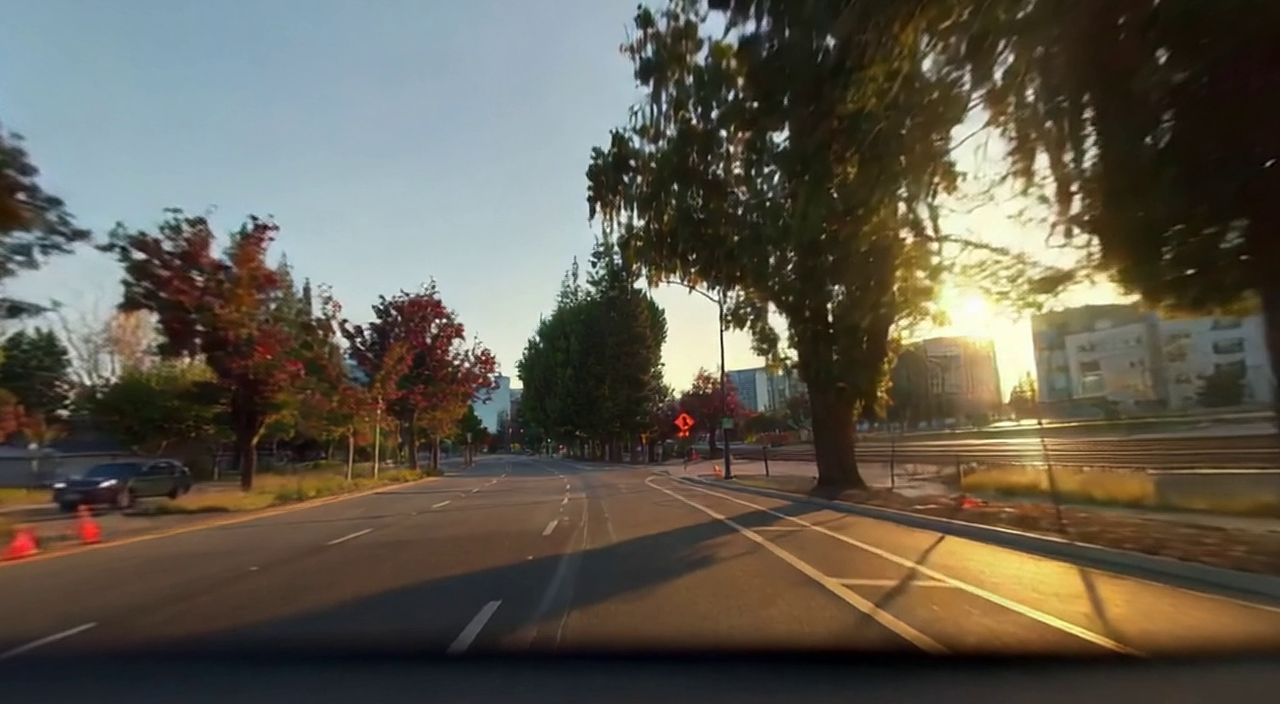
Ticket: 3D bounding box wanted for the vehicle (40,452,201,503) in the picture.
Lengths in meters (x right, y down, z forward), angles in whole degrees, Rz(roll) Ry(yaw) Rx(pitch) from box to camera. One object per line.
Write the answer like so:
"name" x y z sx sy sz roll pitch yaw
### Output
"vehicle" -20.198 4.850 24.967 2.045 1.797 5.228 1 -9 -3
